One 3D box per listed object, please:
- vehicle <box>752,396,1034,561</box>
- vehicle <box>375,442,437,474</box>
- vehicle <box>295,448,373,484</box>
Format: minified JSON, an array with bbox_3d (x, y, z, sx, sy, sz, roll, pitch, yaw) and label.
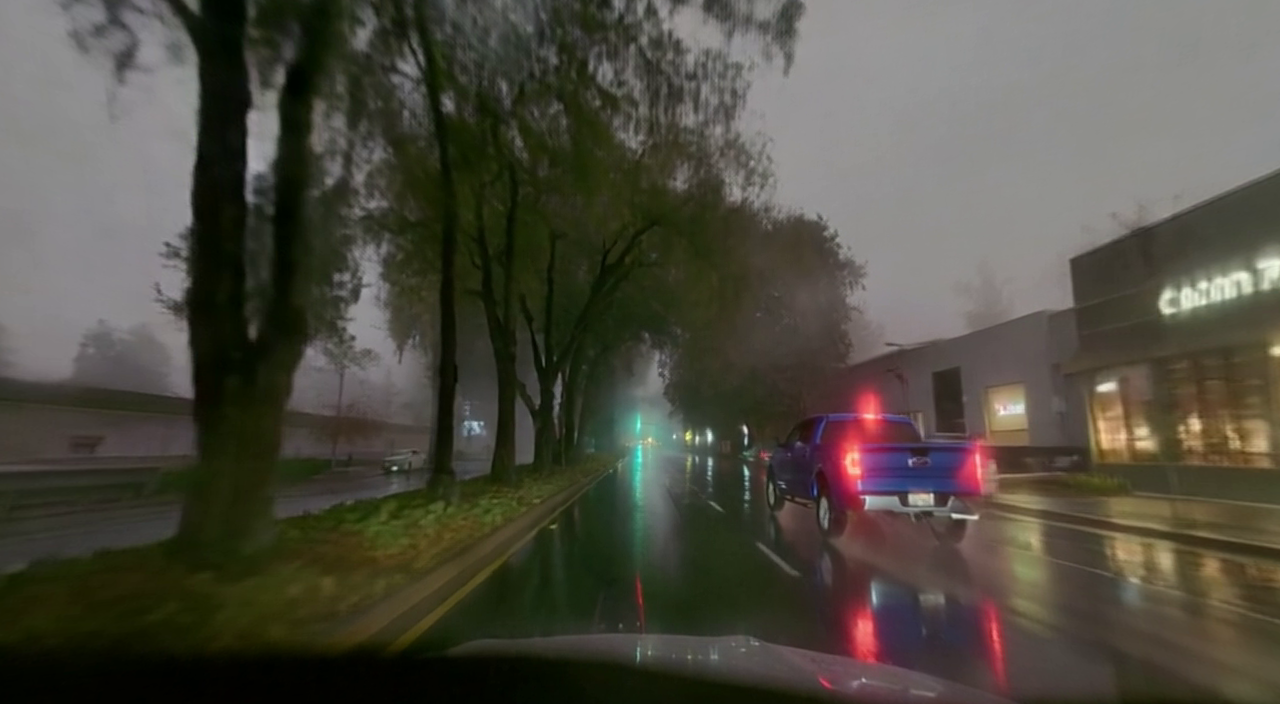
[{"bbox_3d":[3.320,1.814,9.802,2.085,1.828,5.383,0,-8,-1],"label":"vehicle"},{"bbox_3d":[-15.615,7.078,42.313,2.097,1.852,5.090,-3,-9,2],"label":"vehicle"},{"bbox_3d":[-16.009,5.960,33.229,1.919,1.616,4.723,-3,-8,-2],"label":"vehicle"}]
